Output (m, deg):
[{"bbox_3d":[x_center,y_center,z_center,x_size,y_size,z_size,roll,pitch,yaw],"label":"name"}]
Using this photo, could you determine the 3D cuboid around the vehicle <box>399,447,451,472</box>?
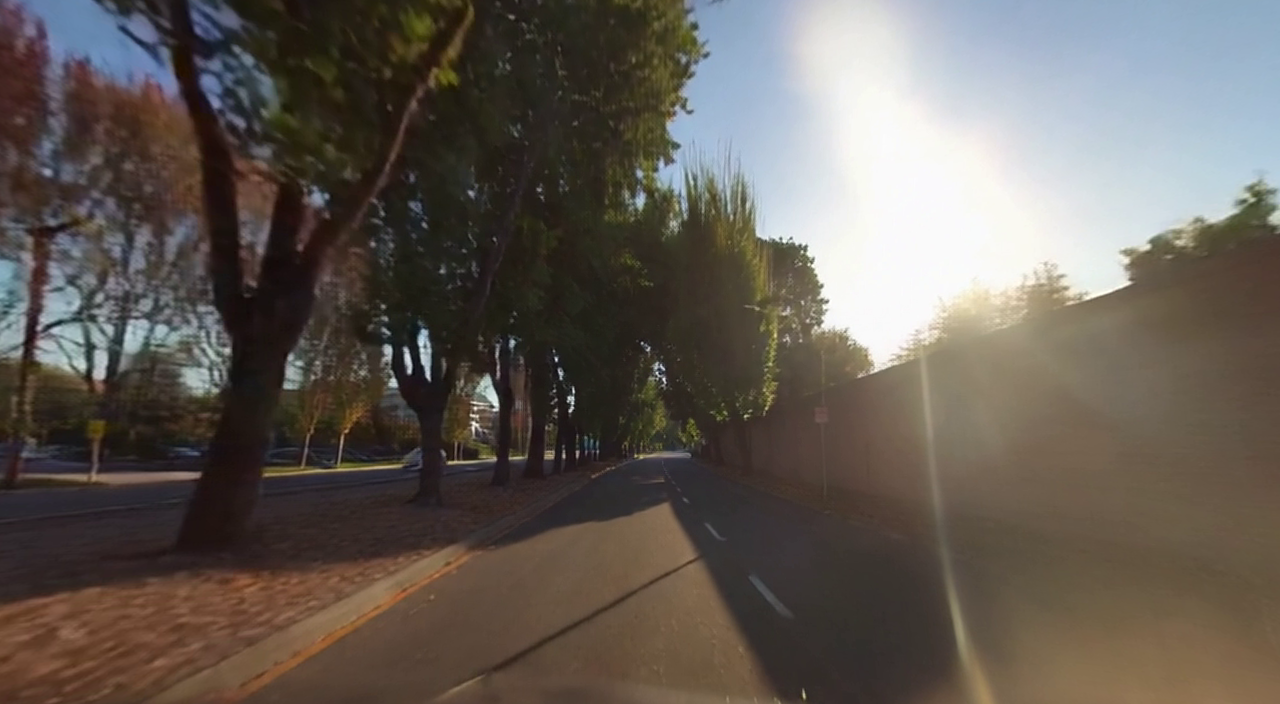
[{"bbox_3d":[-14.866,7.434,43.835,1.995,1.630,4.533,0,-9,0],"label":"vehicle"}]
